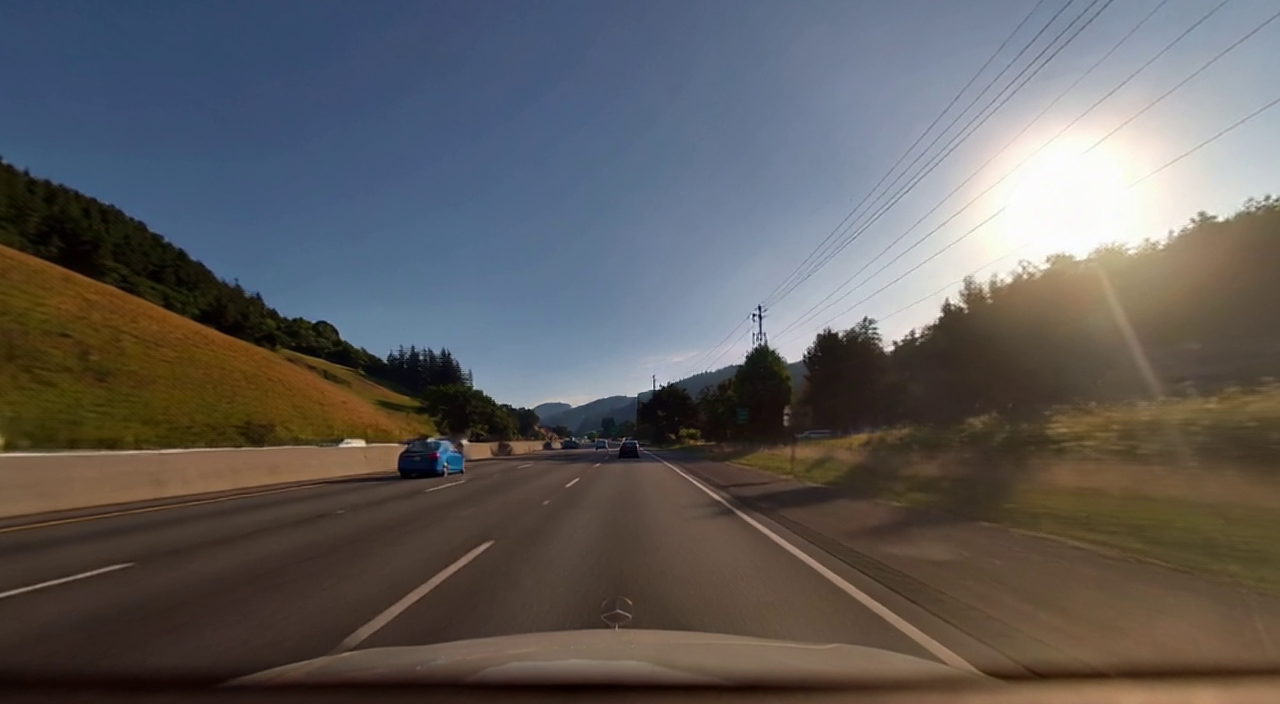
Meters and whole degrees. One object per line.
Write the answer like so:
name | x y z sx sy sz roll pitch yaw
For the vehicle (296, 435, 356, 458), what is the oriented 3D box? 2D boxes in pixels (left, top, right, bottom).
vehicle | -22.604 6.824 45.507 1.896 1.542 4.581 -1 -8 1

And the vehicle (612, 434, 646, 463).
vehicle | -0.714 6.189 40.358 2.040 1.715 3.906 -1 -8 -1

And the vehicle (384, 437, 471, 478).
vehicle | -8.425 4.193 25.362 2.047 1.486 4.306 -1 -8 -1
